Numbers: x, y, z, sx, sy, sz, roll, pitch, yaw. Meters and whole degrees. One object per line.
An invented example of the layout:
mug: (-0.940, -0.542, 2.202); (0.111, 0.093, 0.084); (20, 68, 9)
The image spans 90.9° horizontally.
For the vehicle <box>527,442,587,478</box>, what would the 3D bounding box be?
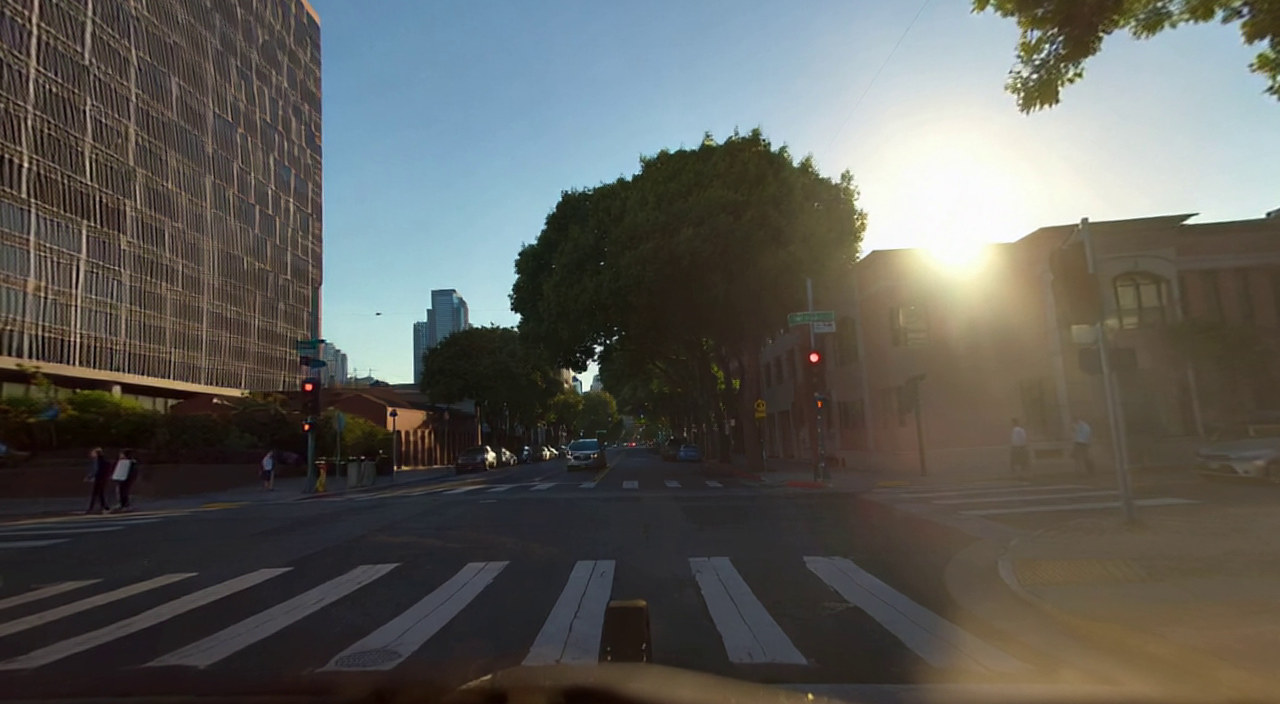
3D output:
vehicle: (-3.649, 4.824, 28.535); (1.989, 1.481, 4.500); (0, -8, 1)

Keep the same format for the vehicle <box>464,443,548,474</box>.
vehicle: (-8.011, 6.372, 38.012); (4.526, 1.726, 1.963); (8, -12, -44)

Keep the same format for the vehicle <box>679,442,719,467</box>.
vehicle: (3.558, 6.279, 38.863); (1.853, 1.426, 4.160); (1, -8, -3)
